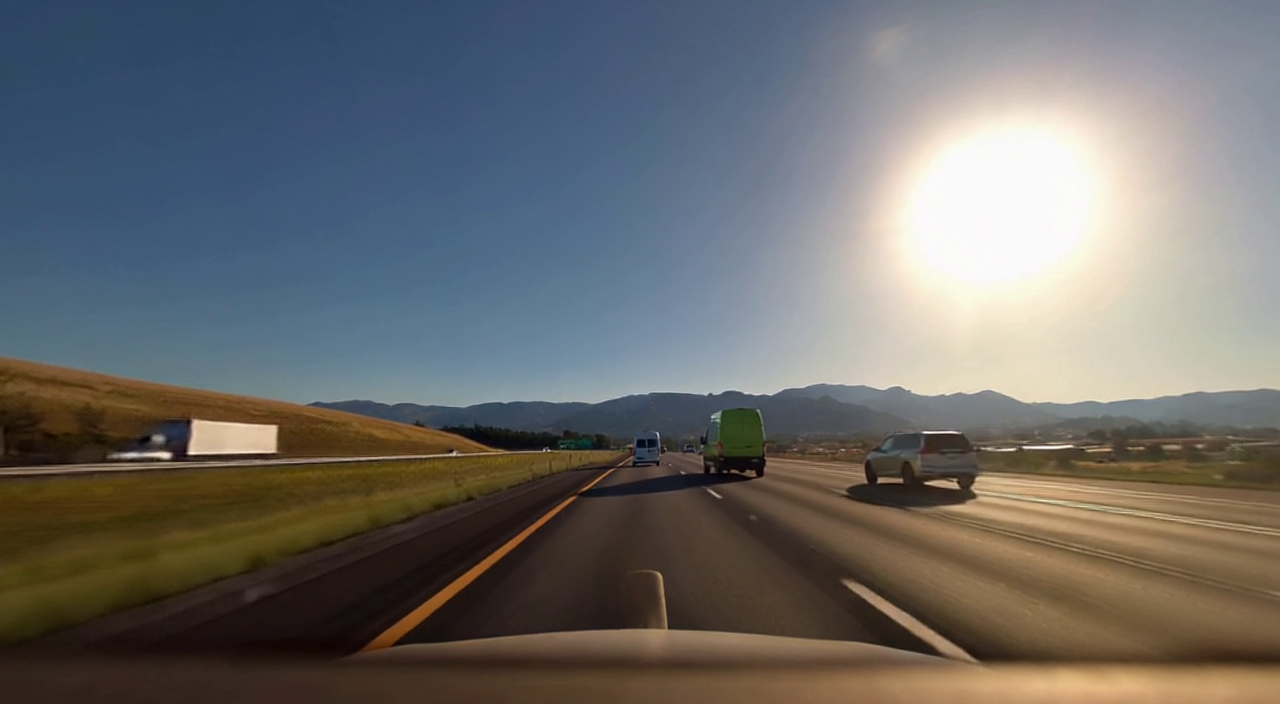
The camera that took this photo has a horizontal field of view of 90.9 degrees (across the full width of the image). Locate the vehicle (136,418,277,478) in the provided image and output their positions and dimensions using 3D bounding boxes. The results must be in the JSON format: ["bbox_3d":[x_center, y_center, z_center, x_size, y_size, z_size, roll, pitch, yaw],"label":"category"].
[{"bbox_3d":[-28.362,6.348,42.039,2.943,3.541,8.963,0,-8,0],"label":"vehicle"}]

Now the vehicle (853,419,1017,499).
[{"bbox_3d":[7.956,2.947,17.733,2.240,1.925,4.854,0,-8,0],"label":"vehicle"}]

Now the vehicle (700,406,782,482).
[{"bbox_3d":[3.867,3.721,25.484,2.302,2.670,6.176,0,-8,0],"label":"vehicle"}]

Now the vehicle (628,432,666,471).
[{"bbox_3d":[0.412,5.918,37.685,2.131,2.122,4.473,0,-8,0],"label":"vehicle"}]

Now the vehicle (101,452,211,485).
[{"bbox_3d":[-24.284,5.815,31.877,1.865,1.488,4.598,0,-8,0],"label":"vehicle"}]
